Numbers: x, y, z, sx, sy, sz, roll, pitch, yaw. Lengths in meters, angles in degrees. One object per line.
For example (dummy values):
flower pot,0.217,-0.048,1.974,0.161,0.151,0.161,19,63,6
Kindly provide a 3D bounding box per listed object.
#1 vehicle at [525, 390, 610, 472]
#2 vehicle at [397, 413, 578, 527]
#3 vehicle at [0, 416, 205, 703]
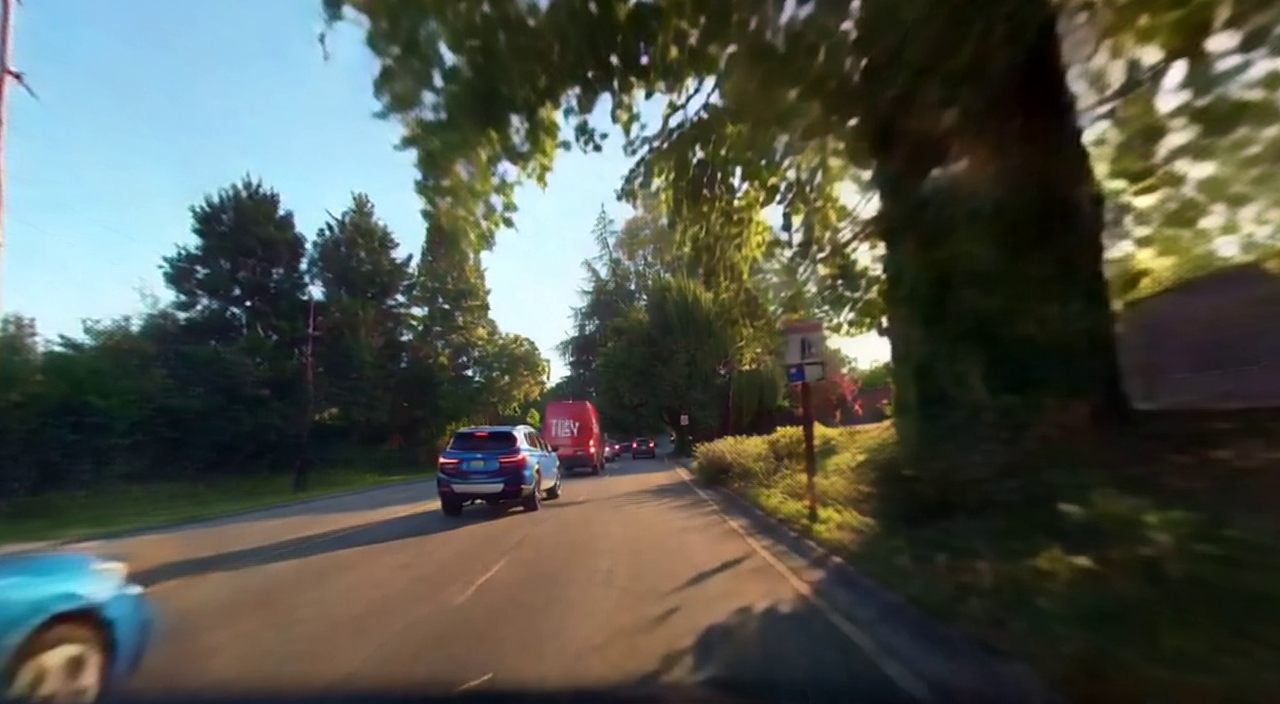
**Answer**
vehicle,-3.051,3.769,29.260,2.818,3.181,9.114,0,-8,0
vehicle,-2.743,2.316,13.001,2.187,1.821,5.501,-1,-8,2
vehicle,-3.336,0.780,0.954,1.966,1.466,4.699,0,-8,1
